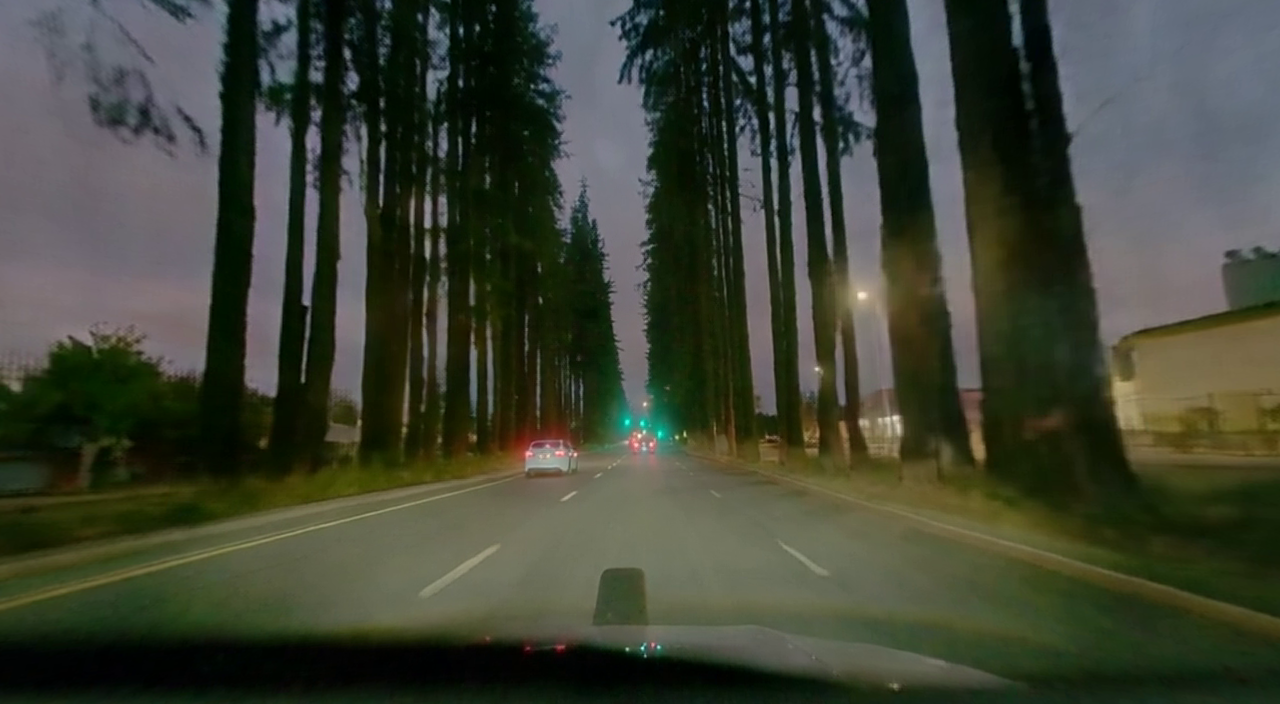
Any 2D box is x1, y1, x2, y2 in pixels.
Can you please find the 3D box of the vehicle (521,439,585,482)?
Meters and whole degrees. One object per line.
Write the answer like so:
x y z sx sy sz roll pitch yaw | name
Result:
-3.544 4.525 26.530 1.914 1.630 4.351 -1 -8 2 | vehicle
